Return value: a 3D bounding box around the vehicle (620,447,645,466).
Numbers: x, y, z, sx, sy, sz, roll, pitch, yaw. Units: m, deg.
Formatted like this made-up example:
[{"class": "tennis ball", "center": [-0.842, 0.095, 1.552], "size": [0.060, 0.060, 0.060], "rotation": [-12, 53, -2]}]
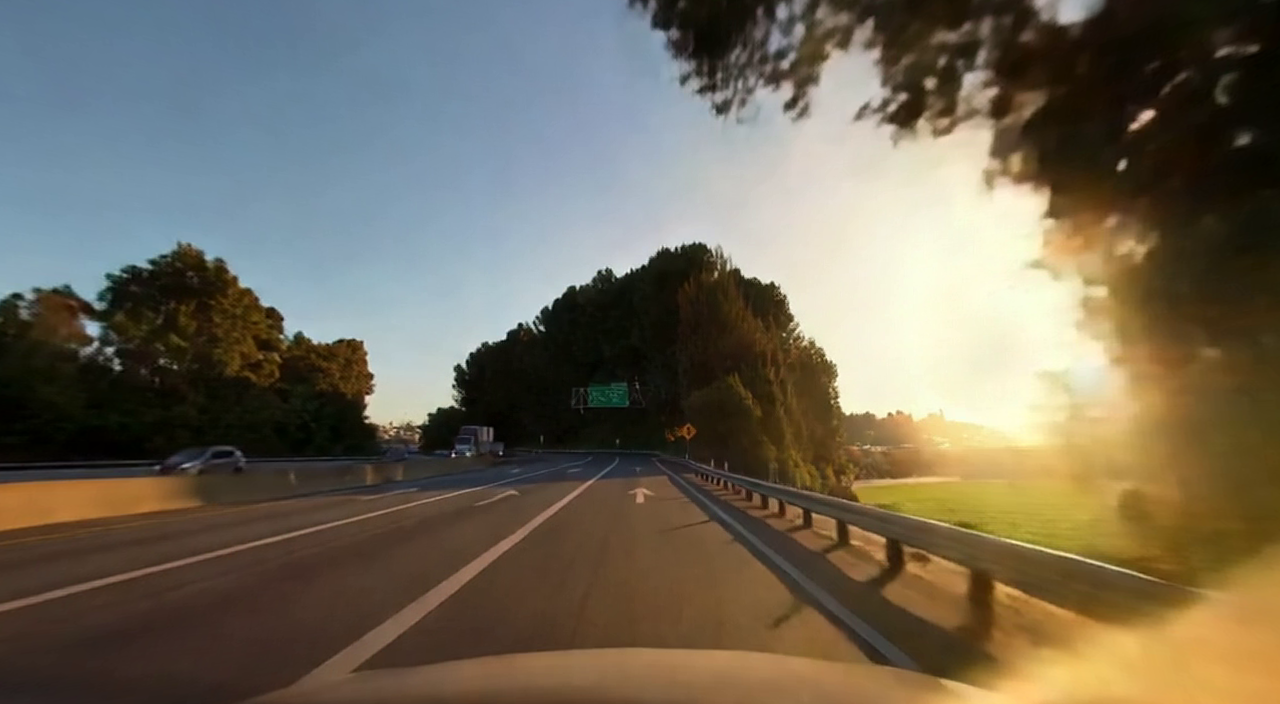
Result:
[{"class": "vehicle", "center": [-0.591, 8.044, 48.564], "size": [1.807, 1.427, 3.645], "rotation": [0, -9, -1]}]
